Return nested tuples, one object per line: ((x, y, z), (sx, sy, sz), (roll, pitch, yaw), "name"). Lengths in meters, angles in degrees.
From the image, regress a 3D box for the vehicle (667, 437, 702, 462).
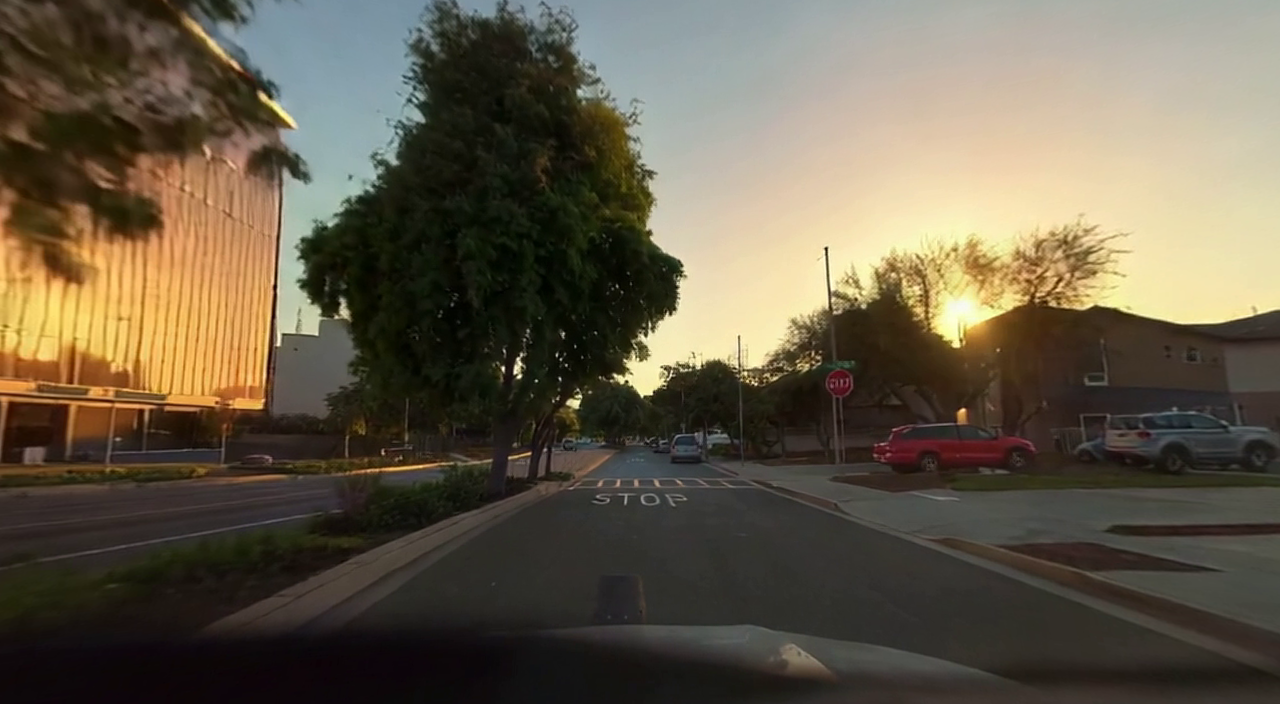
((2.835, 6.302, 40.943), (1.990, 1.508, 4.123), (0, -9, 1), "vehicle")

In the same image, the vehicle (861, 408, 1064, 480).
((9.529, 2.776, 18.989), (4.823, 1.667, 2.165), (-4, -9, 0), "vehicle")

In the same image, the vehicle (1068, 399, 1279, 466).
((15.895, 2.421, 18.764), (4.730, 1.862, 1.987), (0, -8, 1), "vehicle")
